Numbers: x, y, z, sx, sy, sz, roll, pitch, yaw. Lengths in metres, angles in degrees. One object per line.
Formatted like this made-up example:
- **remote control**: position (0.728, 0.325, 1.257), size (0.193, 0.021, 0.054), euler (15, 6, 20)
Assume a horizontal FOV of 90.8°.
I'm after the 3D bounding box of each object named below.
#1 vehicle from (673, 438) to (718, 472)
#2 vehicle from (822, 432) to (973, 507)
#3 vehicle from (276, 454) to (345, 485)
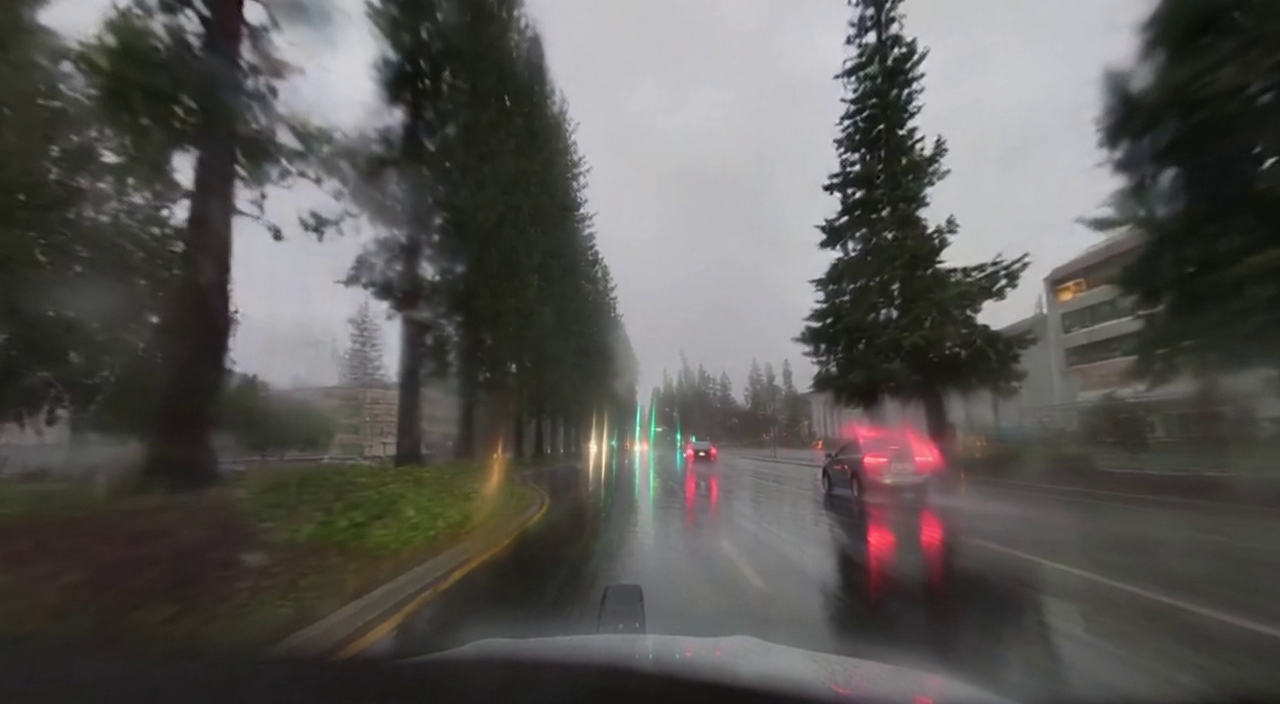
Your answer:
- **vehicle**: position (3.143, 5.933, 36.561), size (2.095, 1.759, 4.862), euler (0, -9, -1)
- **vehicle**: position (6.274, 2.897, 16.024), size (2.000, 1.618, 4.238), euler (0, -9, 0)
- **vehicle**: position (-21.726, 7.745, 41.885), size (2.050, 1.890, 4.582), euler (0, -9, 1)
